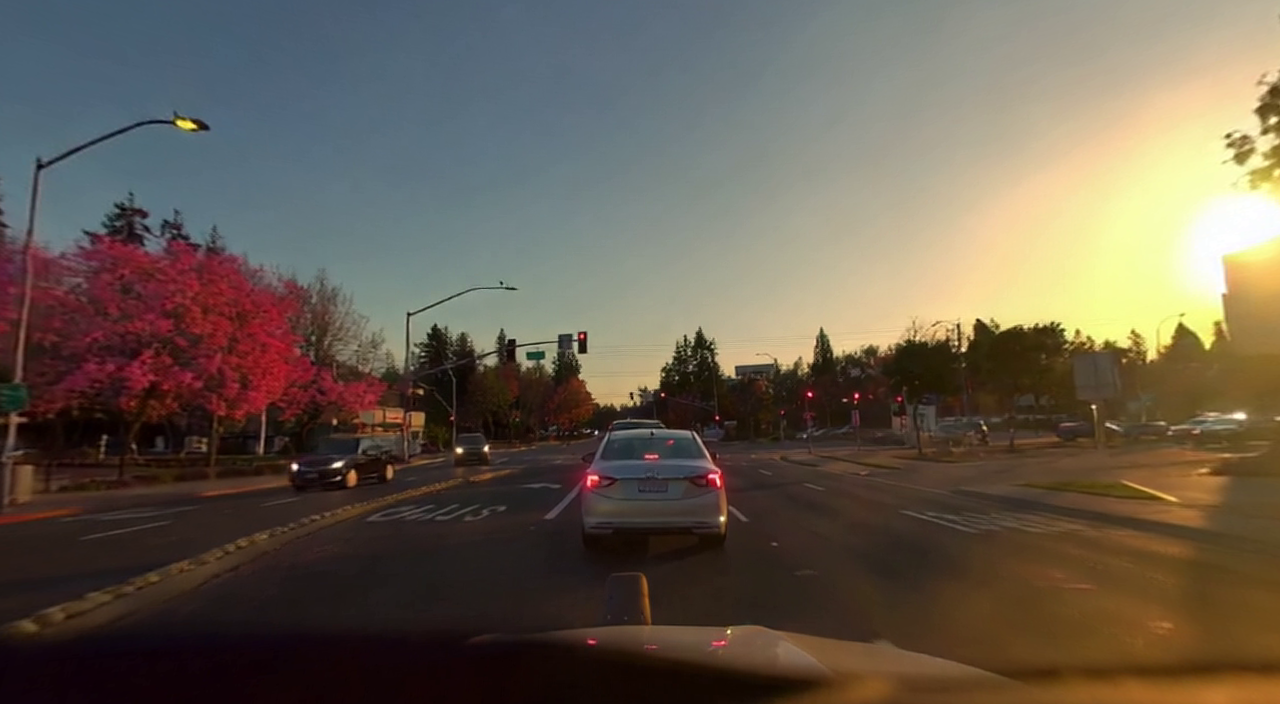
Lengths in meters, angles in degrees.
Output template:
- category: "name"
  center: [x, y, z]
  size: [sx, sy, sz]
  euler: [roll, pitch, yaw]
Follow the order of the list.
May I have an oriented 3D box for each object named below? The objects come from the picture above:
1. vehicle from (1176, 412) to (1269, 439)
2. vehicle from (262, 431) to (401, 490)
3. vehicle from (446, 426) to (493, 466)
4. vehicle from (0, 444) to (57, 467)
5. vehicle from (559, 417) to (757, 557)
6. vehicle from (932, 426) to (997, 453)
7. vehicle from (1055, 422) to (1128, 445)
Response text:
- category: "vehicle"
  center: [36.977, 4.717, 40.186]
  size: [1.848, 1.581, 4.475]
  euler: [-1, -8, 4]
- category: "vehicle"
  center: [-9.655, 3.428, 20.227]
  size: [2.108, 1.671, 4.535]
  euler: [0, -8, 1]
- category: "vehicle"
  center: [-9.786, 5.401, 36.236]
  size: [2.378, 2.084, 5.225]
  euler: [2, -9, -15]
- category: "vehicle"
  center: [-41.892, 6.819, 41.753]
  size: [4.813, 1.455, 1.889]
  euler: [-1, -8, 5]
- category: "vehicle"
  center: [0.194, 1.744, 8.813]
  size: [2.112, 1.482, 4.057]
  euler: [0, -8, 0]
- category: "vehicle"
  center: [18.989, 5.118, 36.813]
  size: [4.091, 1.495, 2.053]
  euler: [8, -12, -43]
- category: "vehicle"
  center: [35.587, 6.410, 49.743]
  size: [4.294, 1.557, 1.744]
  euler: [-3, -8, 2]
